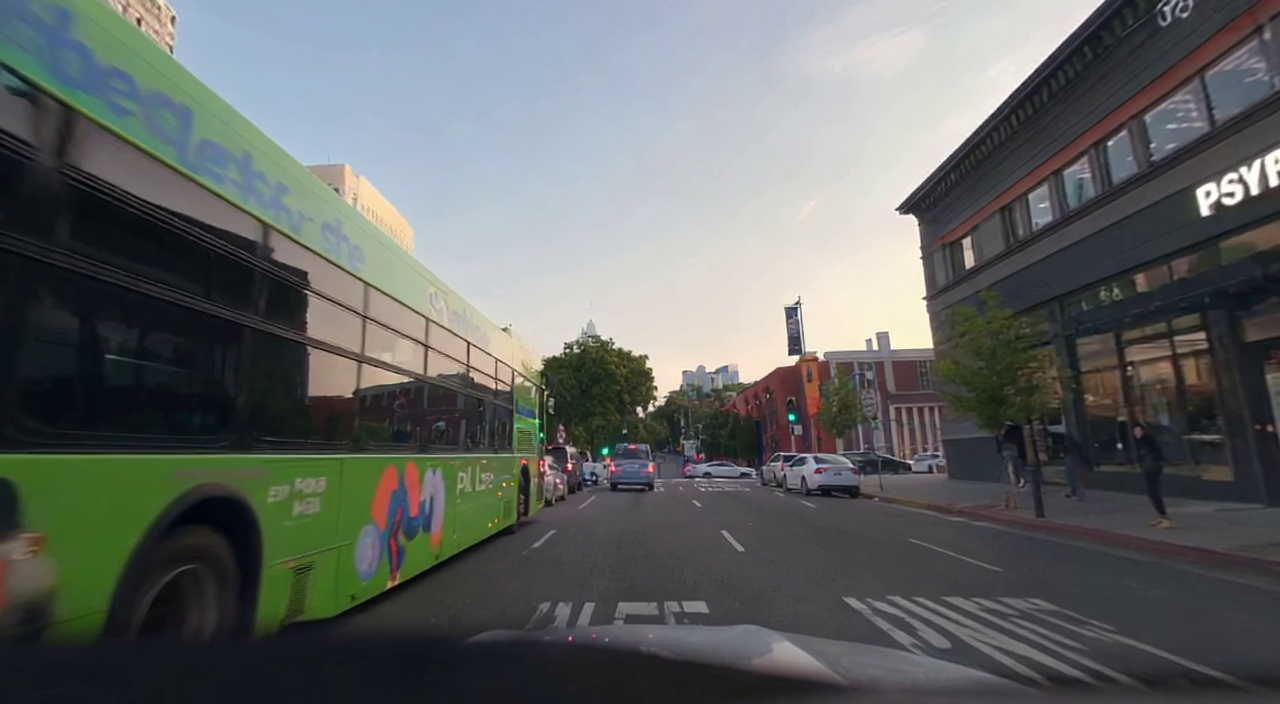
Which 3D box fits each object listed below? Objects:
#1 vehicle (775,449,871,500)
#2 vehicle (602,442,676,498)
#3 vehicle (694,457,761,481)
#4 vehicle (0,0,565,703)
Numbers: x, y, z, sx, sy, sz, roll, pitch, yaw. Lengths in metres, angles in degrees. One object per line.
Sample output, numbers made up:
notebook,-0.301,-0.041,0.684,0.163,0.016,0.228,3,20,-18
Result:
vehicle,6.026,4.073,21.432,1.919,1.529,4.558,0,-9,0
vehicle,0.008,4.135,22.549,2.328,1.746,5.072,0,-9,1
vehicle,6.234,8.282,44.876,4.551,1.500,1.944,5,-10,-32
vehicle,-2.987,0.632,5.608,2.922,3.323,13.151,0,-9,1
